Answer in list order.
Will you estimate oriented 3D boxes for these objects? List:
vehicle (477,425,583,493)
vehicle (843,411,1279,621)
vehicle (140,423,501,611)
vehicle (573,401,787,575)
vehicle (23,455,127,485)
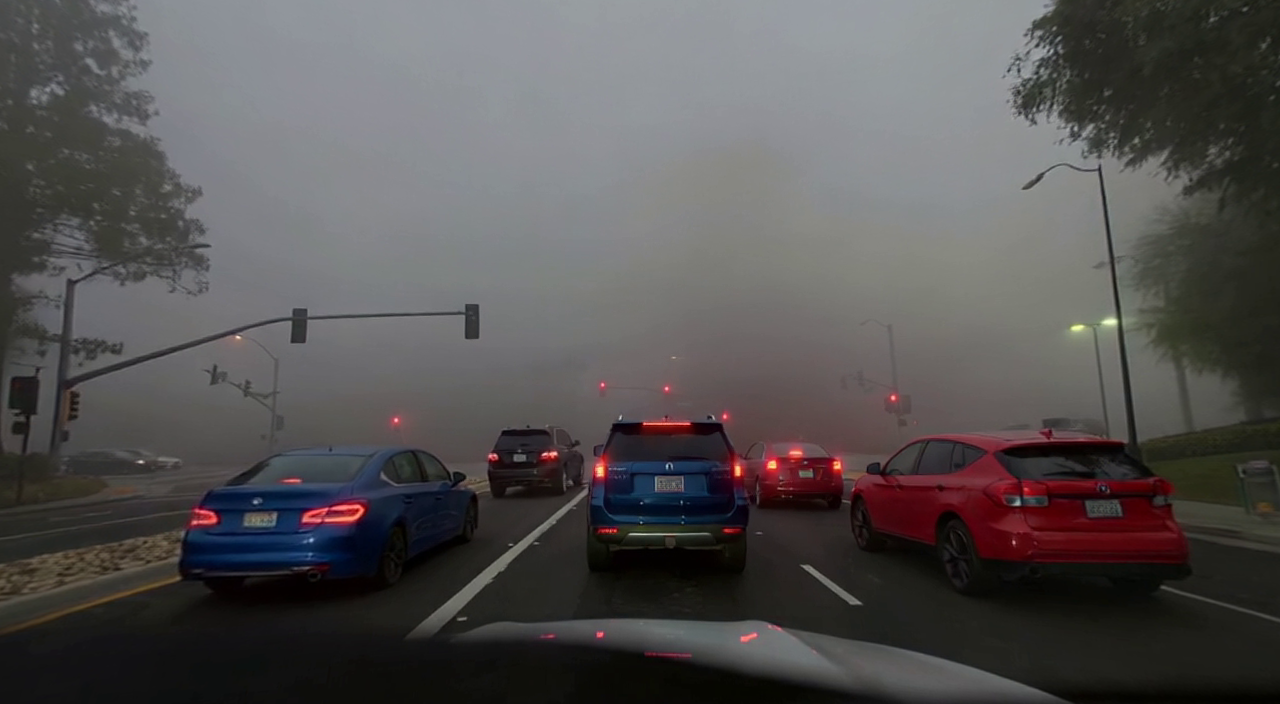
[{"bbox_3d":[-3.204,3.289,19.746,2.230,1.834,5.469,0,-8,1],"label":"vehicle"},{"bbox_3d":[3.925,1.552,6.910,1.954,1.592,3.992,0,-8,-2],"label":"vehicle"},{"bbox_3d":[-3.050,1.647,7.274,1.876,1.497,4.308,0,-8,0],"label":"vehicle"},{"bbox_3d":[0.398,1.706,8.682,2.172,1.764,4.338,0,-8,0],"label":"vehicle"},{"bbox_3d":[-33.267,6.930,37.160,4.395,1.636,1.926,-1,-8,5],"label":"vehicle"}]
